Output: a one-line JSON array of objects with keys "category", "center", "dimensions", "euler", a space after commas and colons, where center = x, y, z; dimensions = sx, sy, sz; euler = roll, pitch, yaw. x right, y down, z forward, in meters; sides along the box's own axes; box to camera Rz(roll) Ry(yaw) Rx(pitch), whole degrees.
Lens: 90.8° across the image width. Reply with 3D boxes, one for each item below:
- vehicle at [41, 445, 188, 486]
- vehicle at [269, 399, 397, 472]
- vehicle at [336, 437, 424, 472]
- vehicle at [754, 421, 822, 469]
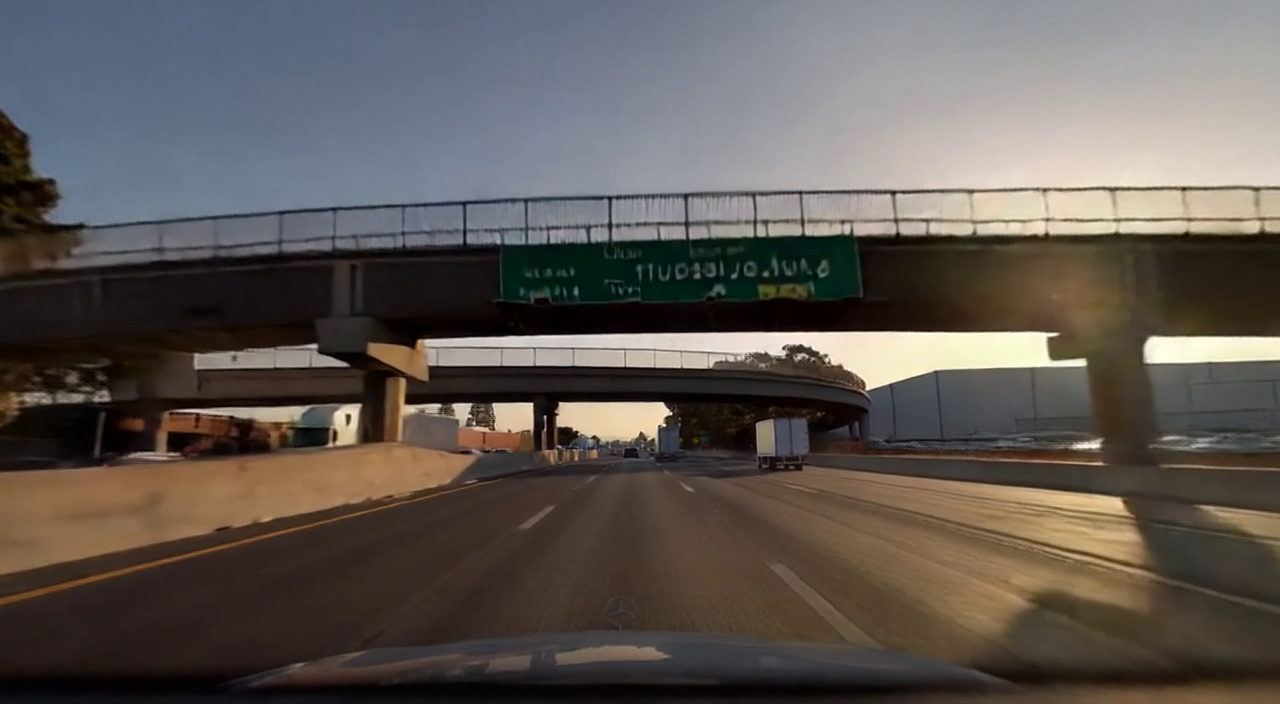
[{"category": "vehicle", "center": [-20.826, 4.510, 25.354], "dimensions": [1.921, 1.473, 4.590], "euler": [0, -9, 0]}, {"category": "vehicle", "center": [-17.402, 4.904, 36.712], "dimensions": [3.000, 3.731, 8.444], "euler": [0, -9, 1]}, {"category": "vehicle", "center": [-13.592, 5.411, 33.498], "dimensions": [2.173, 1.709, 5.541], "euler": [0, -9, 1]}, {"category": "vehicle", "center": [10.998, 7.094, 48.017], "dimensions": [2.912, 3.293, 9.588], "euler": [0, -9, 0]}]
